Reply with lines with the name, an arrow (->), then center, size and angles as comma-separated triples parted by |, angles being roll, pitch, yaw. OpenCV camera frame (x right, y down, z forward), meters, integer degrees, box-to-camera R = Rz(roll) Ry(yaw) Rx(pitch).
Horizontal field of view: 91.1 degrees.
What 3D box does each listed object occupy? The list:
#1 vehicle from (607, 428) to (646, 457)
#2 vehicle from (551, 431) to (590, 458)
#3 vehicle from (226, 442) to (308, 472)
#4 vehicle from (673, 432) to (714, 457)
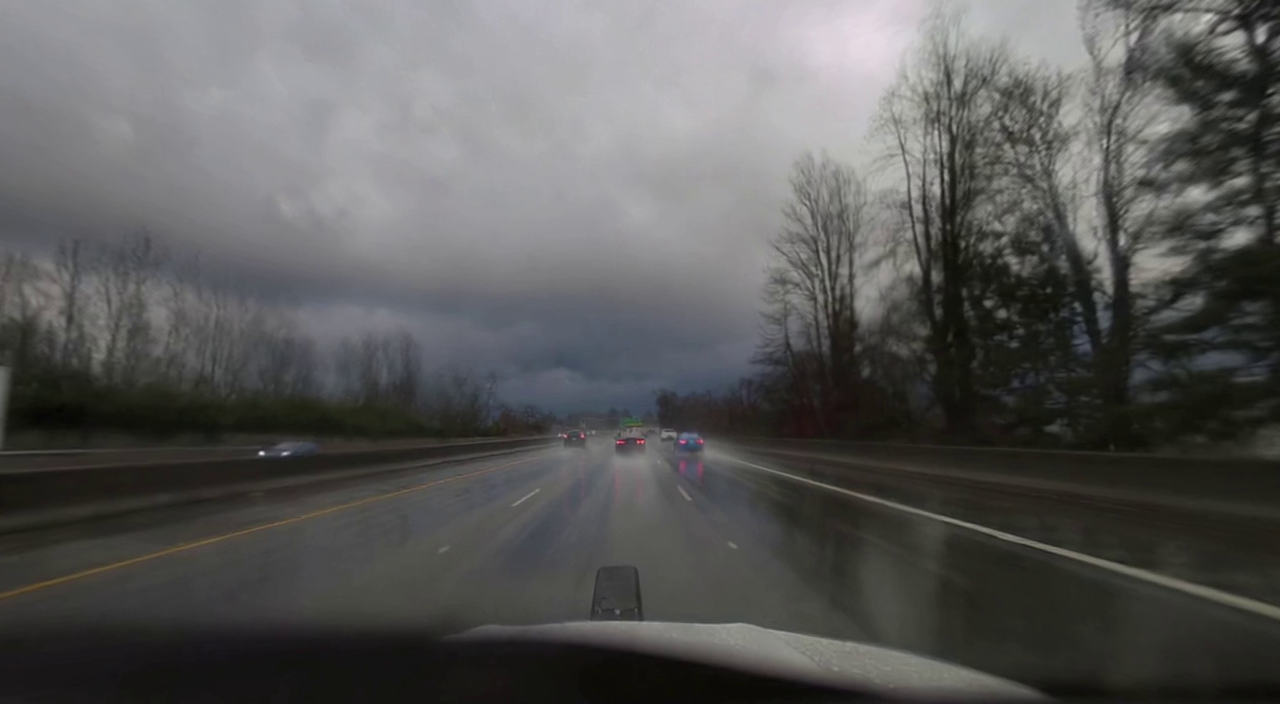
vehicle -> -0.809, 5.439, 37.908 | 2.182, 1.680, 4.253 | 0, -8, -1
vehicle -> -4.230, 5.662, 38.732 | 2.041, 1.546, 4.080 | 0, -8, -1
vehicle -> -21.281, 5.982, 36.129 | 1.869, 1.532, 4.584 | 0, -8, 0
vehicle -> 3.284, 5.753, 39.368 | 2.056, 1.479, 4.660 | 0, -8, -1
